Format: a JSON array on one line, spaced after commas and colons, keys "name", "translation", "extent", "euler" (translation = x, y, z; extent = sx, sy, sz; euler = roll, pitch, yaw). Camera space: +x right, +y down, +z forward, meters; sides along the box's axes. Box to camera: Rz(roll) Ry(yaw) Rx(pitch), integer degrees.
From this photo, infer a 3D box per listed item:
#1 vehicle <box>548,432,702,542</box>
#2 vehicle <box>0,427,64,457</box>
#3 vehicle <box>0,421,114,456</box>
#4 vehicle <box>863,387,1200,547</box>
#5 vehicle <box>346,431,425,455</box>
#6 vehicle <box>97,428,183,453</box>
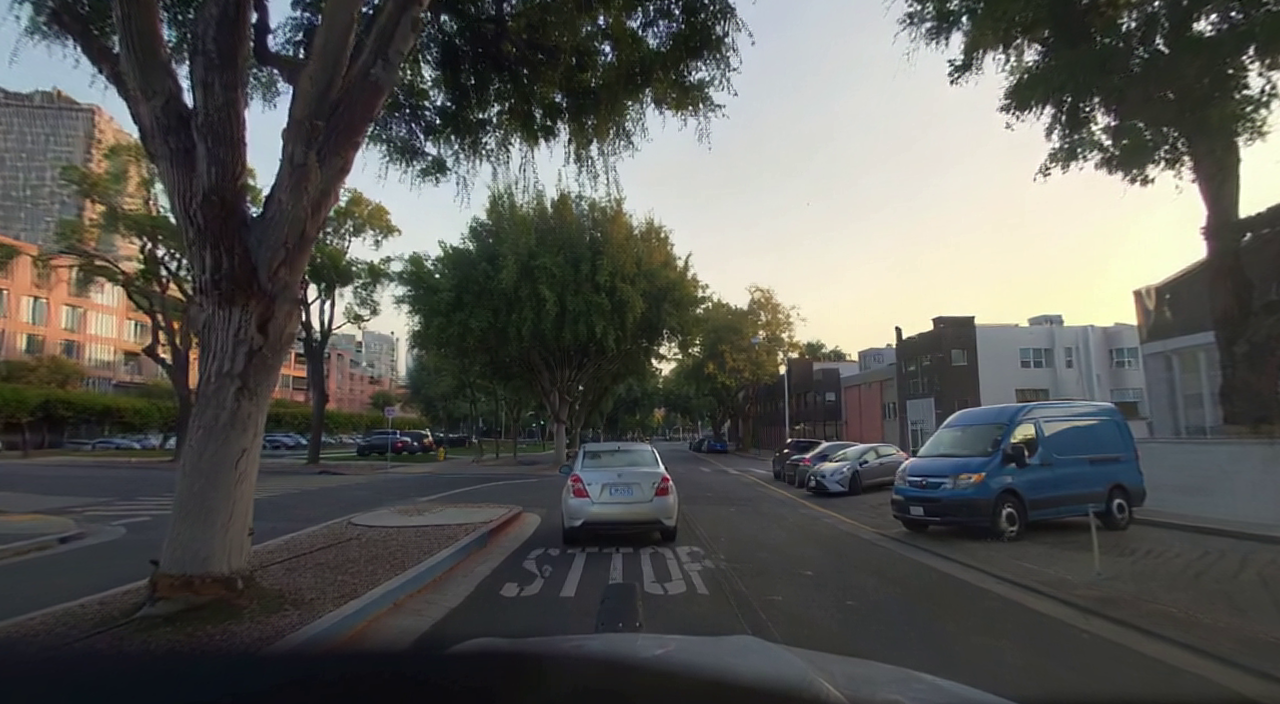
[{"name": "vehicle", "translation": [-0.298, 2.150, 10.792], "extent": [2.065, 1.450, 4.522], "euler": [0, -8, -3]}, {"name": "vehicle", "translation": [-31.812, 4.497, 31.515], "extent": [4.168, 1.458, 1.904], "euler": [0, -8, -2]}, {"name": "vehicle", "translation": [-31.834, 4.734, 34.350], "extent": [4.438, 1.814, 2.044], "euler": [0, -8, -2]}, {"name": "vehicle", "translation": [6.651, 1.861, 10.717], "extent": [5.385, 2.146, 2.143], "euler": [4, -9, -25]}, {"name": "vehicle", "translation": [-18.435, 6.605, 45.915], "extent": [4.892, 1.679, 1.927], "euler": [1, -8, -7]}, {"name": "vehicle", "translation": [-31.794, 5.640, 40.259], "extent": [3.915, 1.574, 1.850], "euler": [0, -8, 3]}]
